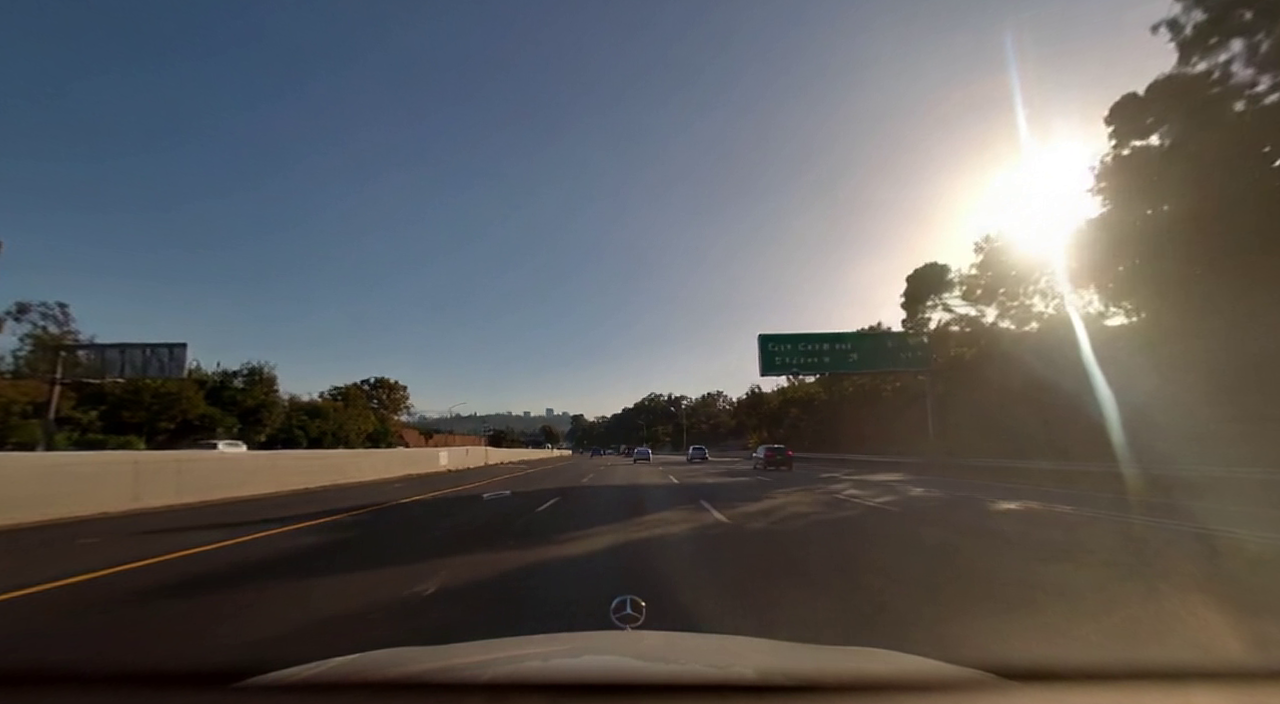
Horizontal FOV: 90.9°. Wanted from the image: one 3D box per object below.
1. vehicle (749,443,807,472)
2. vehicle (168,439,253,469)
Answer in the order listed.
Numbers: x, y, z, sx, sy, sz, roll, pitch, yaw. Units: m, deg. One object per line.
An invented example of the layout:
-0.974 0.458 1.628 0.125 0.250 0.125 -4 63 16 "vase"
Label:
7.771 6.014 36.030 2.031 1.524 4.657 0 -9 -3 "vehicle"
-26.405 6.296 38.936 2.081 1.712 4.467 0 -9 0 "vehicle"
